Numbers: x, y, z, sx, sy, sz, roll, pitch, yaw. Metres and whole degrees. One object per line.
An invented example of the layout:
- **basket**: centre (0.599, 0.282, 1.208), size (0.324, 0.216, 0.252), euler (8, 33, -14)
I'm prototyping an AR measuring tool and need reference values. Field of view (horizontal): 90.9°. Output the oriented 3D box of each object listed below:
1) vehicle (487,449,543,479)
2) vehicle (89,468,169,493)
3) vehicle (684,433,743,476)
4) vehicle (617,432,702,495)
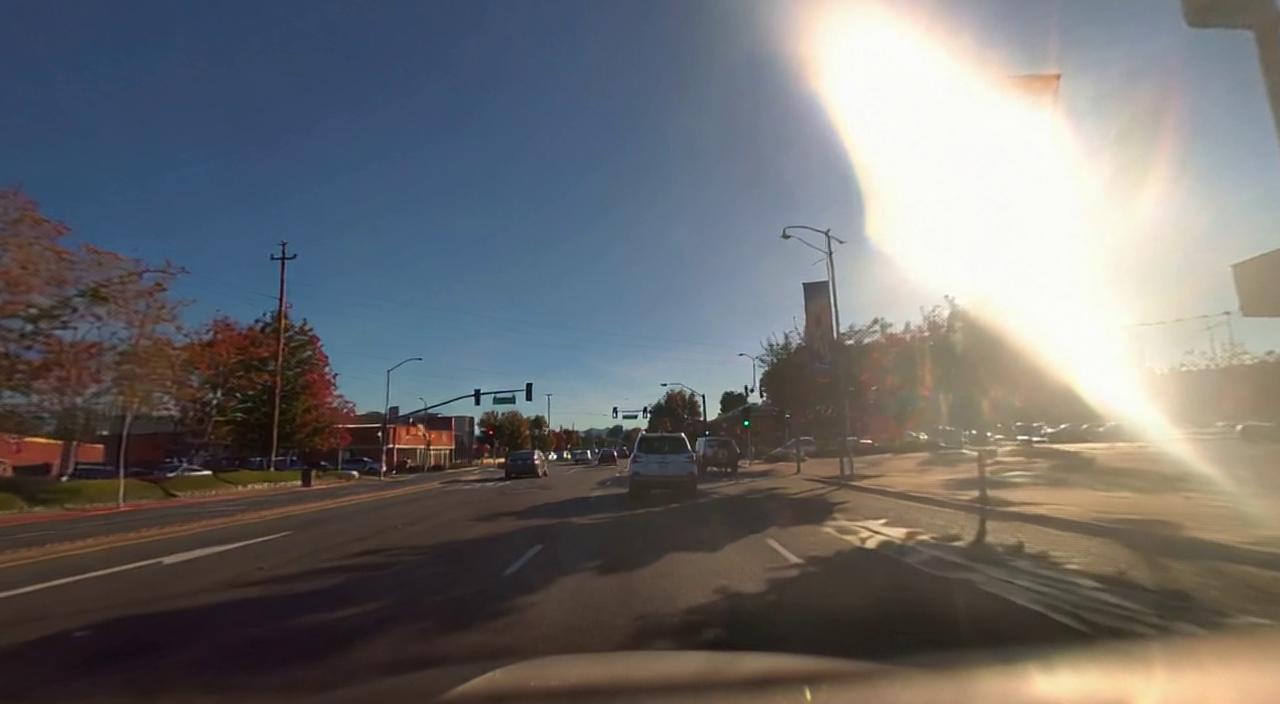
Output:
- **vehicle**: centre (-6.491, 5.855, 33.243), size (1.966, 1.461, 4.422), euler (0, -9, 1)
- **vehicle**: centre (-34.397, 8.628, 42.447), size (4.542, 1.475, 1.903), euler (-3, -9, 18)
- **vehicle**: centre (3.916, 5.626, 34.715), size (2.452, 2.148, 5.877), euler (0, -9, -1)
- **vehicle**: centre (0.568, 3.719, 21.455), size (2.513, 1.854, 5.235), euler (0, -9, 0)
